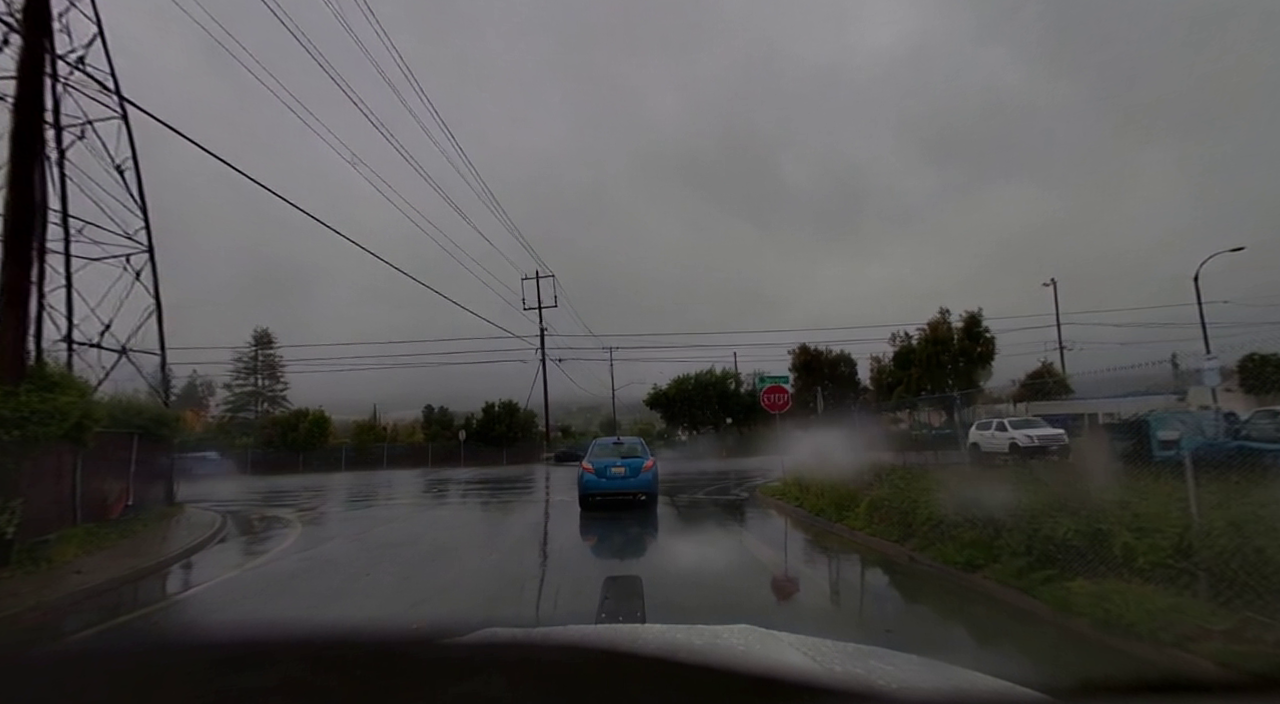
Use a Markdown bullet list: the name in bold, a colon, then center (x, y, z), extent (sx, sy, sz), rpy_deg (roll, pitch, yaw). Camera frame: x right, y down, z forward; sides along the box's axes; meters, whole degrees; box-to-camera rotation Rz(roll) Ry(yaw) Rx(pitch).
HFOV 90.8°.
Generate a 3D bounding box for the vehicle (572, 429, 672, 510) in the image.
- **vehicle**: center (-0.517, 2.826, 15.658), extent (2.137, 1.698, 4.166), rpy_deg (0, -8, -4)

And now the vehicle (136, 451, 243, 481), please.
- **vehicle**: center (-26.295, 6.660, 37.020), extent (4.667, 1.614, 1.820), rpy_deg (0, -8, -7)
